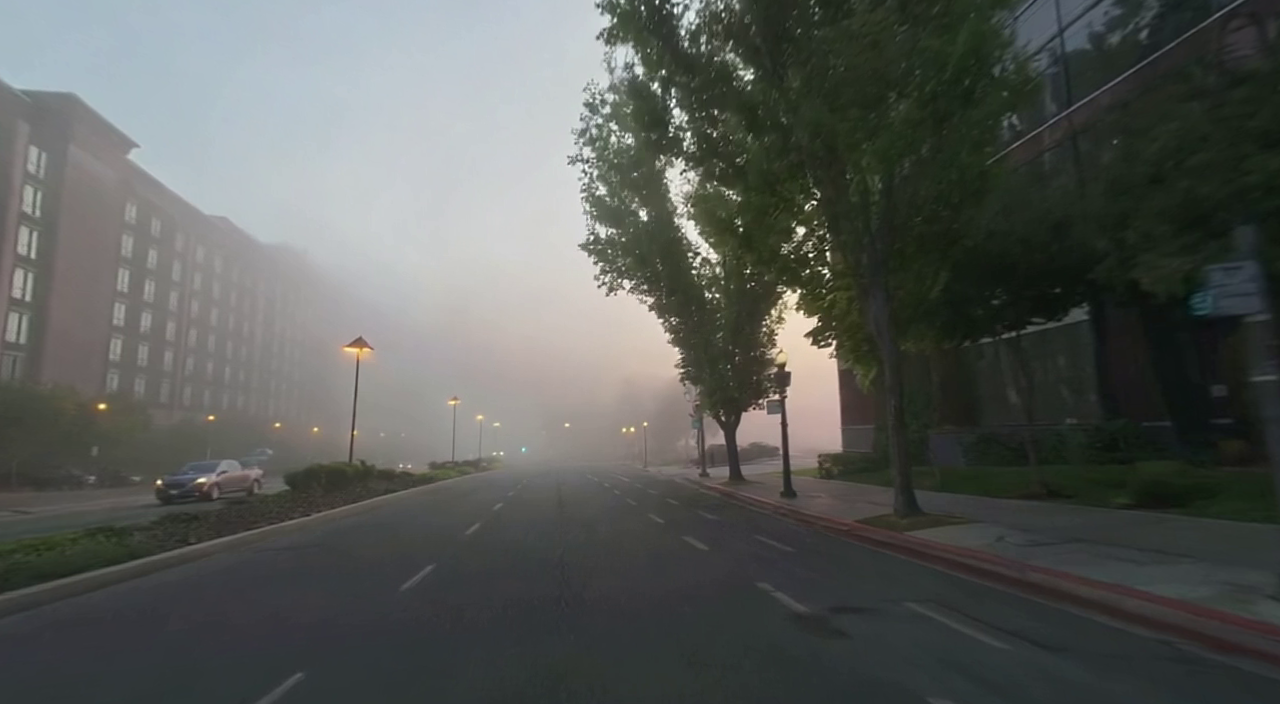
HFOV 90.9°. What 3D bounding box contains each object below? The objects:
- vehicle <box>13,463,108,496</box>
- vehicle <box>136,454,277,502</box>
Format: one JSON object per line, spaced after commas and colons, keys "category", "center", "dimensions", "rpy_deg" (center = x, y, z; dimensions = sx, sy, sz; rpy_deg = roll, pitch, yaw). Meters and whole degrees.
{"category": "vehicle", "center": [-37.505, 8.219, 40.992], "dimensions": [2.235, 1.777, 4.963], "rpy_deg": [2, -9, -13]}
{"category": "vehicle", "center": [-15.492, 4.501, 22.926], "dimensions": [2.179, 1.461, 4.812], "rpy_deg": [1, -8, -7]}
